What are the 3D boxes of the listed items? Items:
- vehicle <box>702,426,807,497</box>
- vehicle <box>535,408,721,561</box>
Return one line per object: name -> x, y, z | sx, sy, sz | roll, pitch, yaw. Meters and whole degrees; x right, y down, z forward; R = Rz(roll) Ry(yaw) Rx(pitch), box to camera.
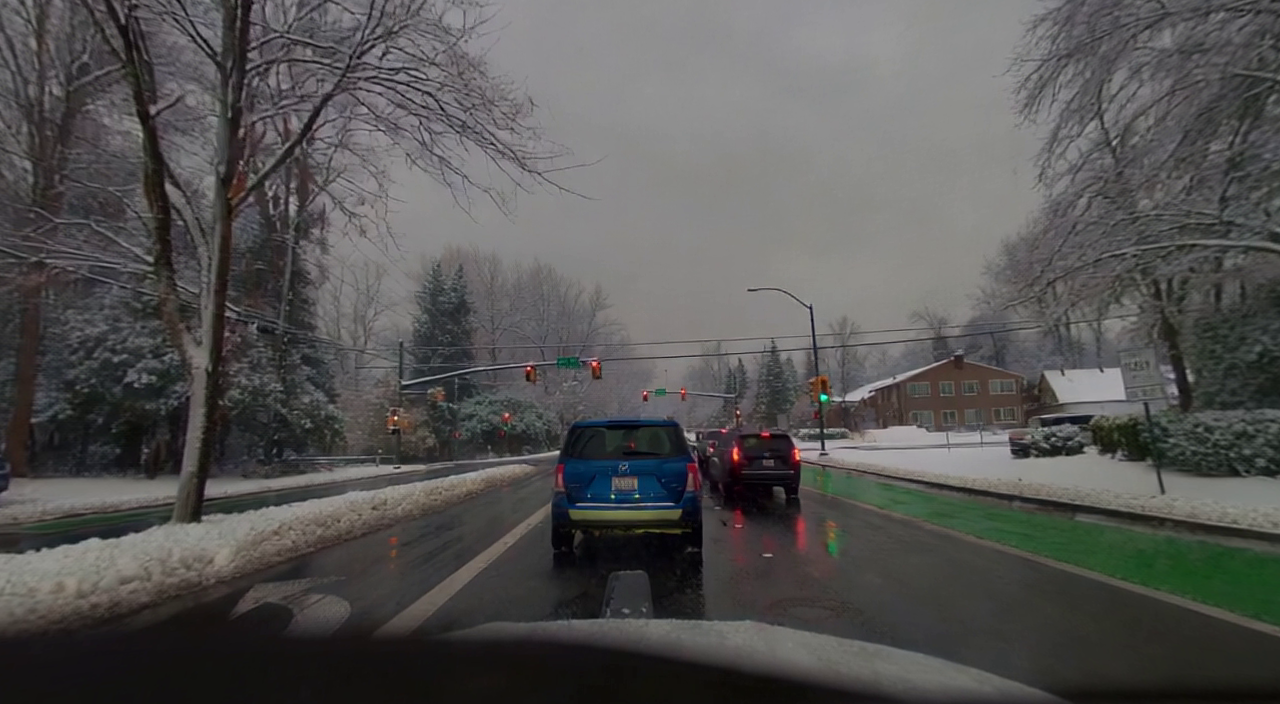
vehicle -> 3.161, 3.149, 18.469 | 2.189, 1.815, 4.495 | 0, -8, -1
vehicle -> -0.126, 1.806, 9.231 | 2.109, 1.730, 3.963 | 0, -8, 0
